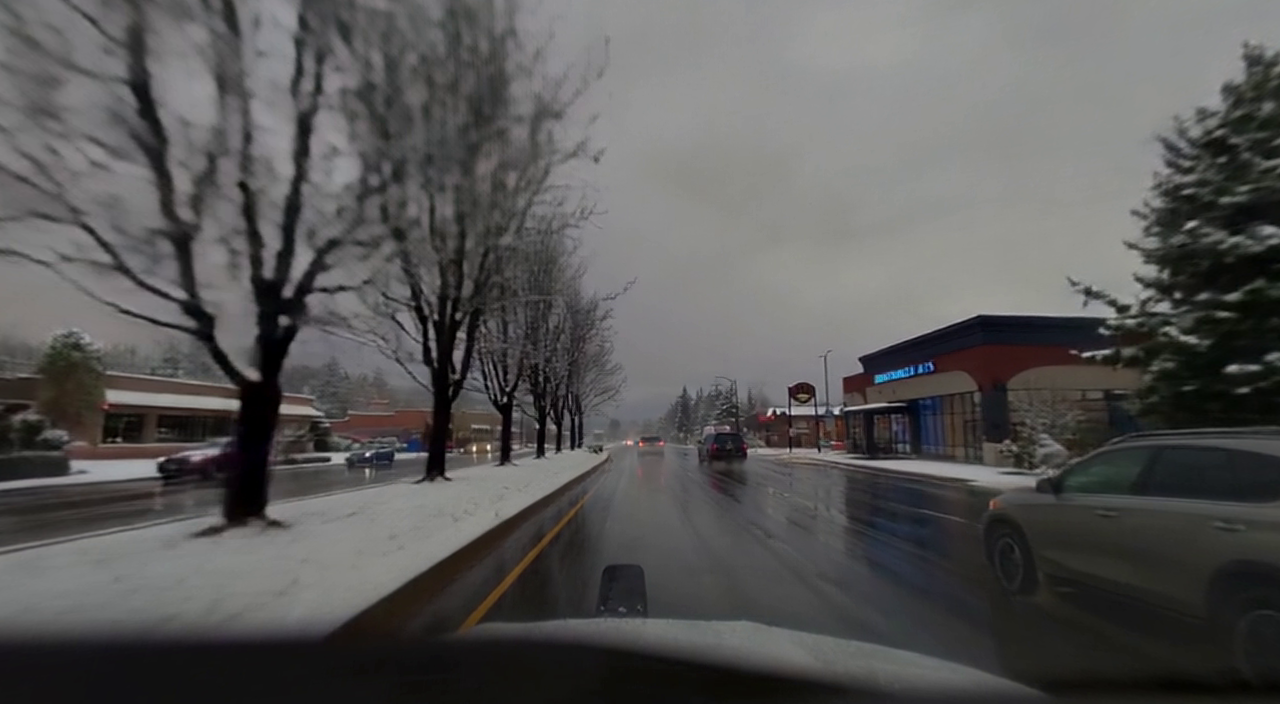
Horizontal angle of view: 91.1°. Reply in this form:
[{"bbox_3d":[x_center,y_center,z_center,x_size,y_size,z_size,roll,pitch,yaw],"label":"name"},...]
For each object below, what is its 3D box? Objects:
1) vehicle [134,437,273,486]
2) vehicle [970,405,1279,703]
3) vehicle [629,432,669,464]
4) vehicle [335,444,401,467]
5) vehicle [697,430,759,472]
[{"bbox_3d":[-18.871,4.710,27.541,2.488,1.752,4.991,-2,-6,1],"label":"vehicle"},{"bbox_3d":[3.902,1.037,3.281,1.908,1.463,4.506,0,-8,0],"label":"vehicle"},{"bbox_3d":[0.456,5.385,35.208,2.098,1.682,3.778,0,-8,0],"label":"vehicle"},{"bbox_3d":[-18.947,7.230,43.975,2.280,1.489,5.106,0,-8,1],"label":"vehicle"},{"bbox_3d":[3.776,4.332,27.736,2.115,1.692,4.189,0,-8,-1],"label":"vehicle"}]
